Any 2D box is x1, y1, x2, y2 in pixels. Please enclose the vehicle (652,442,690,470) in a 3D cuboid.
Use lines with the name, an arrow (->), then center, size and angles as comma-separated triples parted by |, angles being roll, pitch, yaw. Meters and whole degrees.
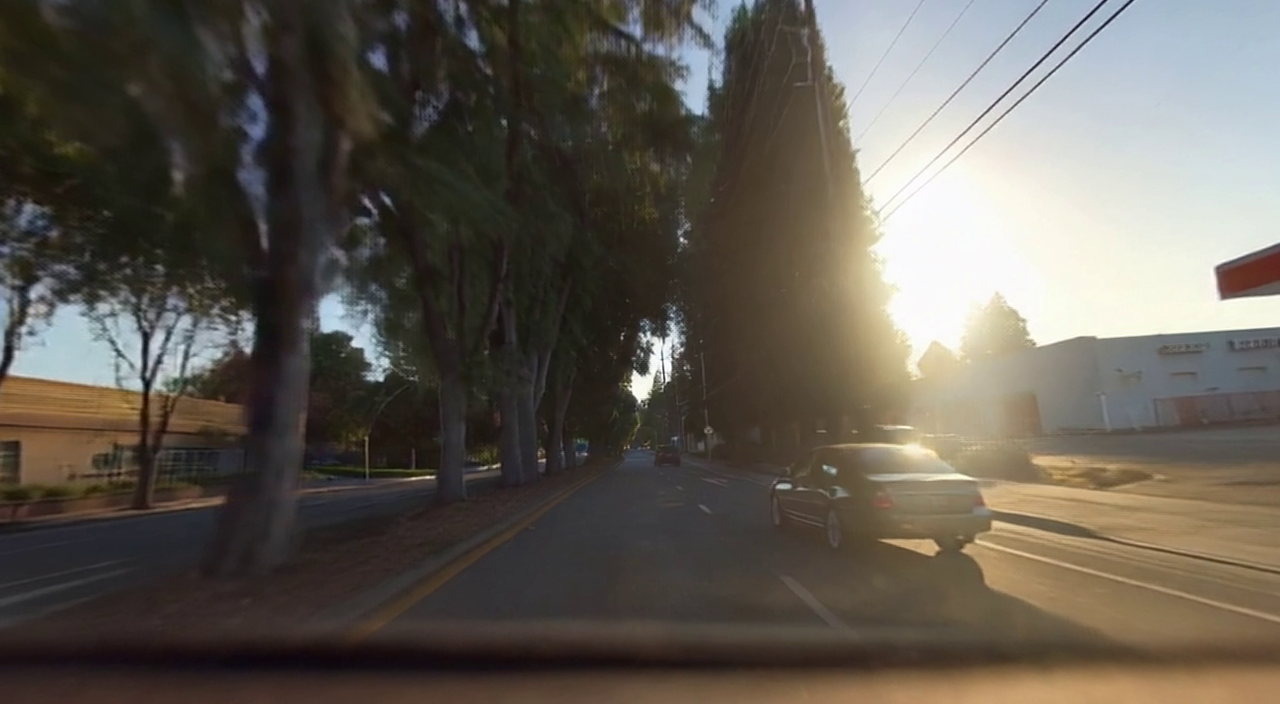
vehicle -> 2.063, 7.157, 43.684 | 2.115, 1.840, 4.777 | 0, -9, -3

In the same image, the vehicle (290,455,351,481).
vehicle -> -24.607, 8.941, 48.907 | 2.082, 1.829, 5.094 | 0, -9, -1

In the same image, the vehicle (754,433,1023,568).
vehicle -> 3.198, 1.995, 9.305 | 2.061, 1.475, 4.296 | 0, -9, -2
